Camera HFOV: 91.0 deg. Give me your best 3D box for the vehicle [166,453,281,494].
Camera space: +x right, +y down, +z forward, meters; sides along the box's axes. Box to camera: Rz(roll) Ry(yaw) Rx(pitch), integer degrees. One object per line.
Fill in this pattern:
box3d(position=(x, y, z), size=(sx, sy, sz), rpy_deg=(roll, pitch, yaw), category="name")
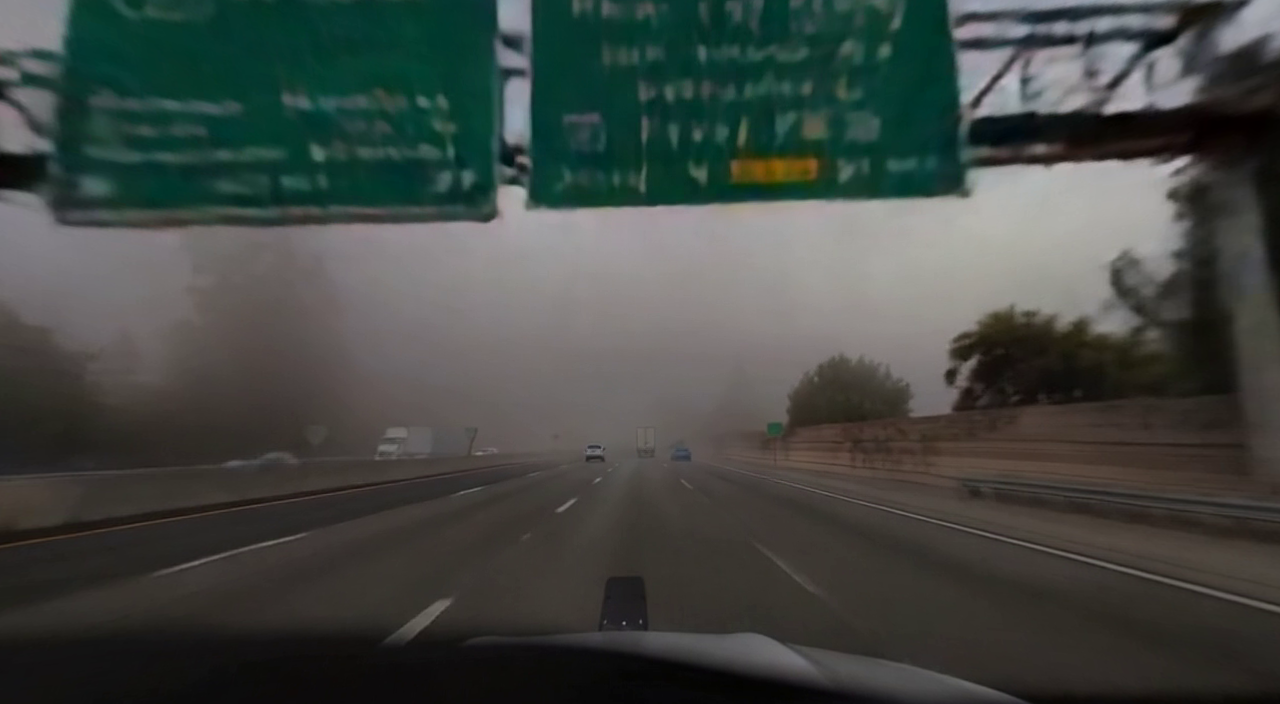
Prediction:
box3d(position=(-15.702, 4.568, 23.989), size=(1.934, 1.398, 3.514), rpy_deg=(0, -9, 0), category="vehicle")
